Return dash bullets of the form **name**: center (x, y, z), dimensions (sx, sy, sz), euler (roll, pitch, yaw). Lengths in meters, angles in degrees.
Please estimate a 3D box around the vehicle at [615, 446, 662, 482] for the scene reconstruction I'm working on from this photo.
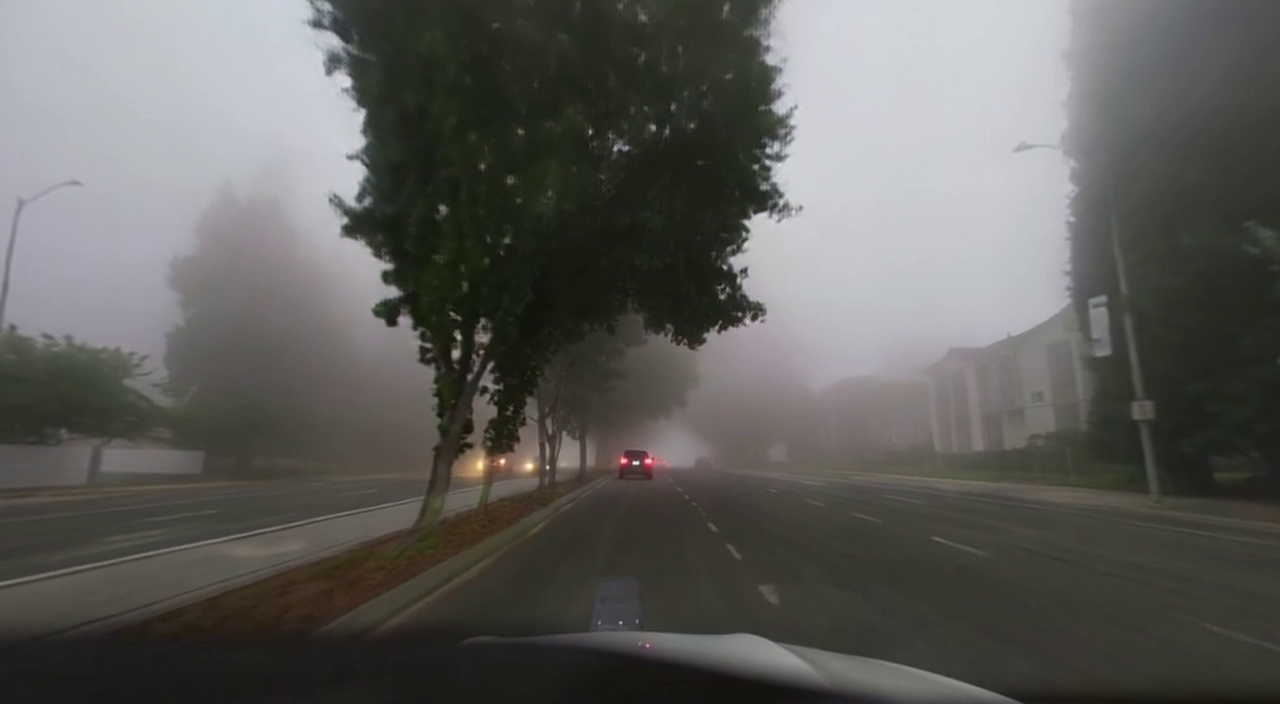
- **vehicle**: center (-0.017, 5.342, 30.444), dimensions (2.093, 1.591, 4.247), euler (0, -9, 1)
